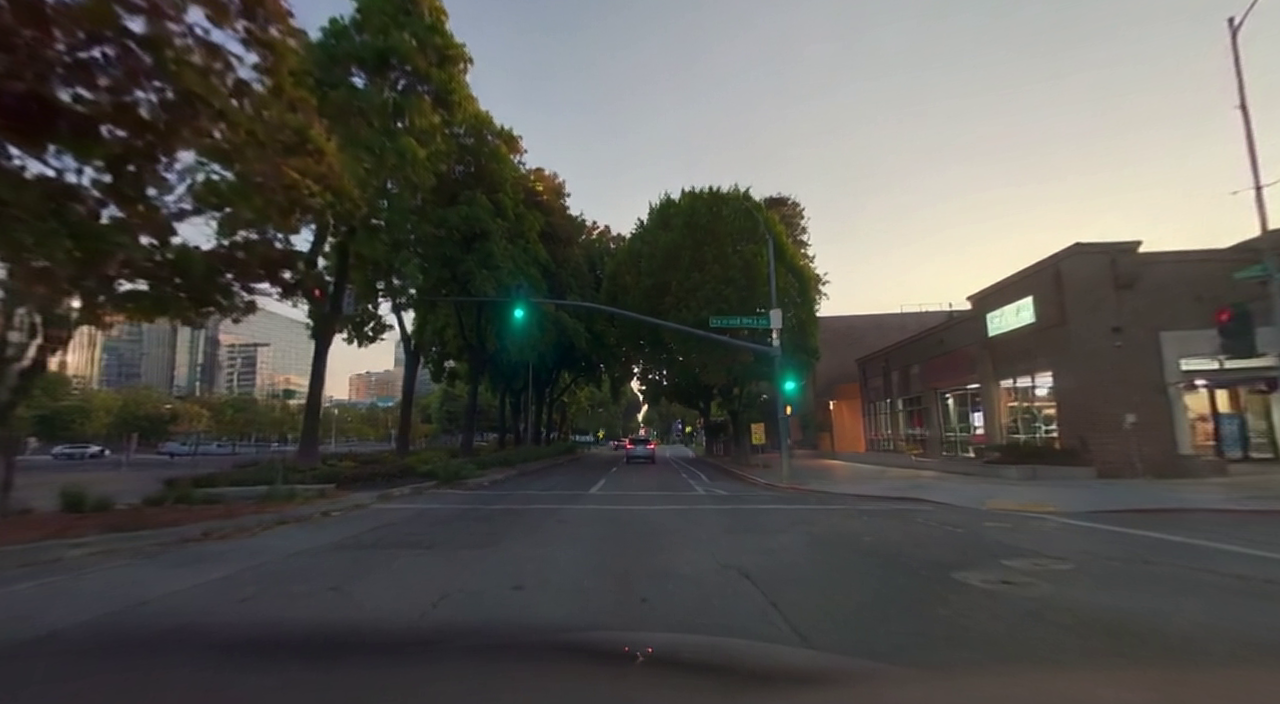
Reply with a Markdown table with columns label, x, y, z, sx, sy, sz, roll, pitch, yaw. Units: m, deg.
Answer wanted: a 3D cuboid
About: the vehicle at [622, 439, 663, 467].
| label | x | y | z | sx | sy | sz | roll | pitch | yaw |
| --- | --- | --- | --- | --- | --- | --- | --- | --- | --- |
| vehicle | 0.142 | 5.576 | 35.212 | 2.115 | 1.461 | 3.976 | 0 | -8 | 1 |
